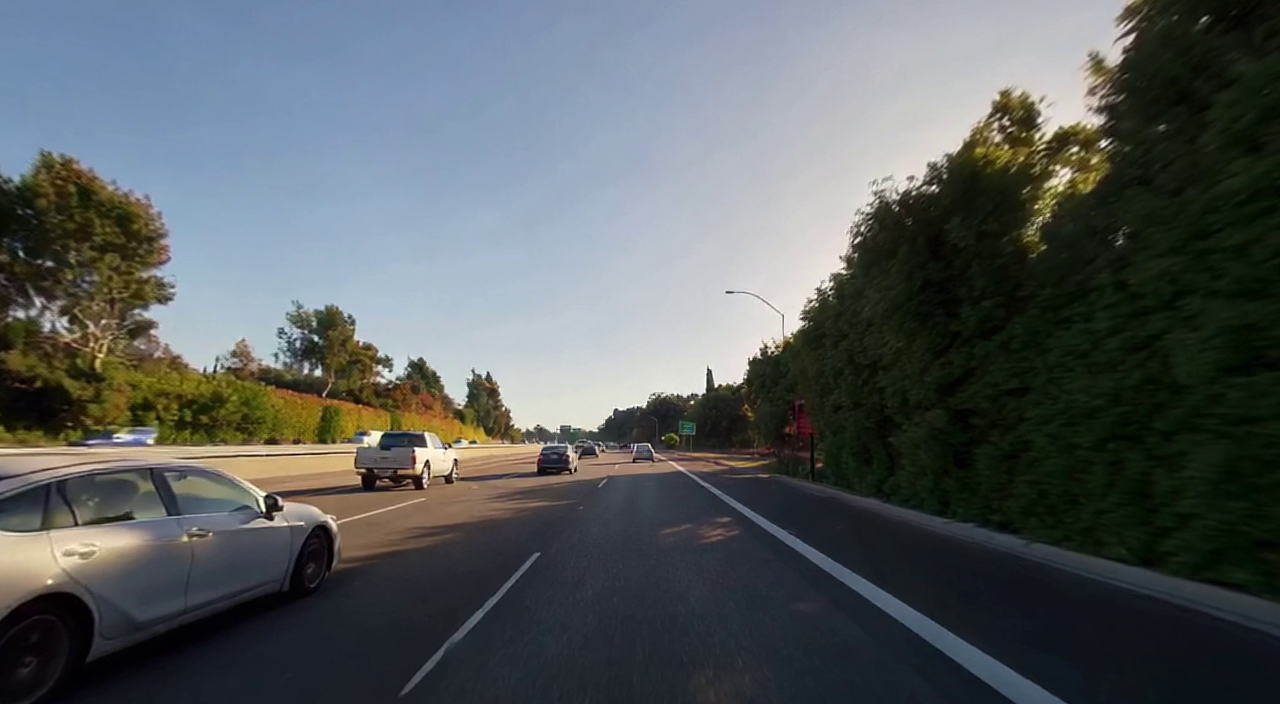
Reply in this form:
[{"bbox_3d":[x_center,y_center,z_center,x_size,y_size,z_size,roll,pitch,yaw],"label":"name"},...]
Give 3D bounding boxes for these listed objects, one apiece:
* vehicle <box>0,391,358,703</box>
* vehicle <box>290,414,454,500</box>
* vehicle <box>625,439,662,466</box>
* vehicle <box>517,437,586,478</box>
[{"bbox_3d":[-3.591,1.054,3.442,2.025,1.506,4.429,0,-8,0],"label":"vehicle"},{"bbox_3d":[-7.032,2.843,17.432,2.171,1.982,5.246,0,-8,1],"label":"vehicle"},{"bbox_3d":[0.163,5.854,36.912,2.018,1.508,4.087,0,-8,-1],"label":"vehicle"},{"bbox_3d":[-3.443,4.220,25.490,2.068,1.501,4.395,0,-8,1],"label":"vehicle"}]
